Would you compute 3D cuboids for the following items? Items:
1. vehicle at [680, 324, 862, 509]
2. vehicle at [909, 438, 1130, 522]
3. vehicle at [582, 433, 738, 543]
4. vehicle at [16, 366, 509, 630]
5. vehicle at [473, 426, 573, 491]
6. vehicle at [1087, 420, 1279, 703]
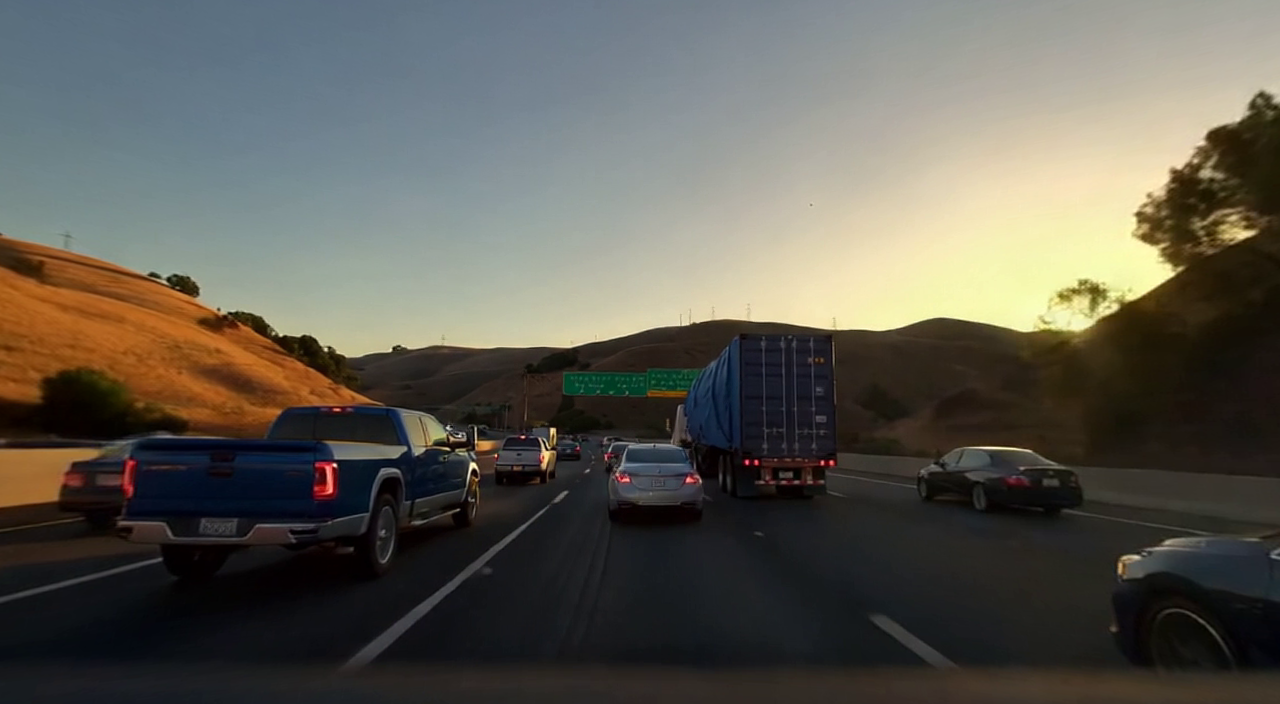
[{"bbox_3d":[3.236,2.182,19.525,2.759,4.098,10.906,0,-8,-3],"label":"vehicle"},{"bbox_3d":[7.783,2.621,13.564,2.092,1.495,4.194,0,-8,0],"label":"vehicle"},{"bbox_3d":[0.232,2.128,10.567,2.105,1.471,3.978,0,-8,-1],"label":"vehicle"},{"bbox_3d":[-3.289,1.432,7.307,2.318,1.902,5.374,0,-8,1],"label":"vehicle"},{"bbox_3d":[-3.573,3.387,20.390,2.348,1.821,5.061,0,-8,-1],"label":"vehicle"},{"bbox_3d":[3.579,0.800,1.102,2.169,1.447,4.817,0,-8,2],"label":"vehicle"}]
